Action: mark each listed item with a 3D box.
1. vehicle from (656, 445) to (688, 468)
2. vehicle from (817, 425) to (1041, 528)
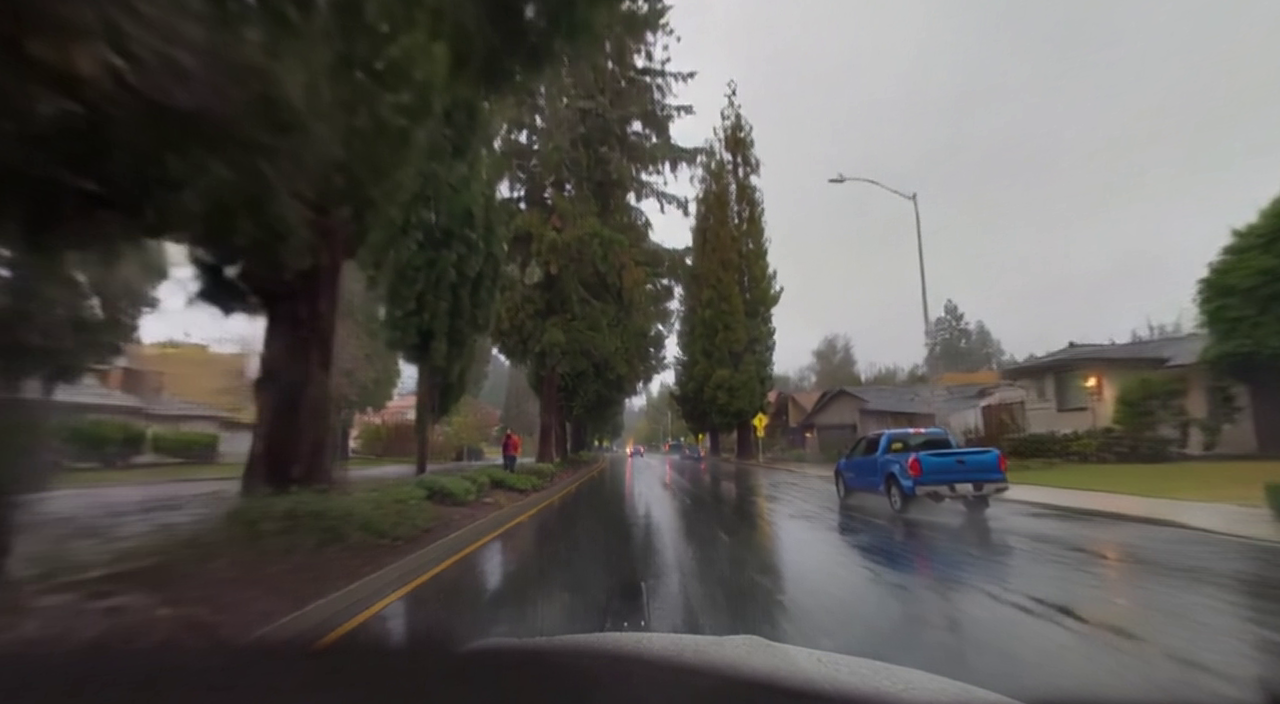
[{"bbox_3d":[2.398,8.000,48.437,2.061,1.632,4.222,1,-9,-2],"label":"vehicle"},{"bbox_3d":[5.919,2.644,14.029,2.262,1.769,5.666,1,-9,-1],"label":"vehicle"}]
